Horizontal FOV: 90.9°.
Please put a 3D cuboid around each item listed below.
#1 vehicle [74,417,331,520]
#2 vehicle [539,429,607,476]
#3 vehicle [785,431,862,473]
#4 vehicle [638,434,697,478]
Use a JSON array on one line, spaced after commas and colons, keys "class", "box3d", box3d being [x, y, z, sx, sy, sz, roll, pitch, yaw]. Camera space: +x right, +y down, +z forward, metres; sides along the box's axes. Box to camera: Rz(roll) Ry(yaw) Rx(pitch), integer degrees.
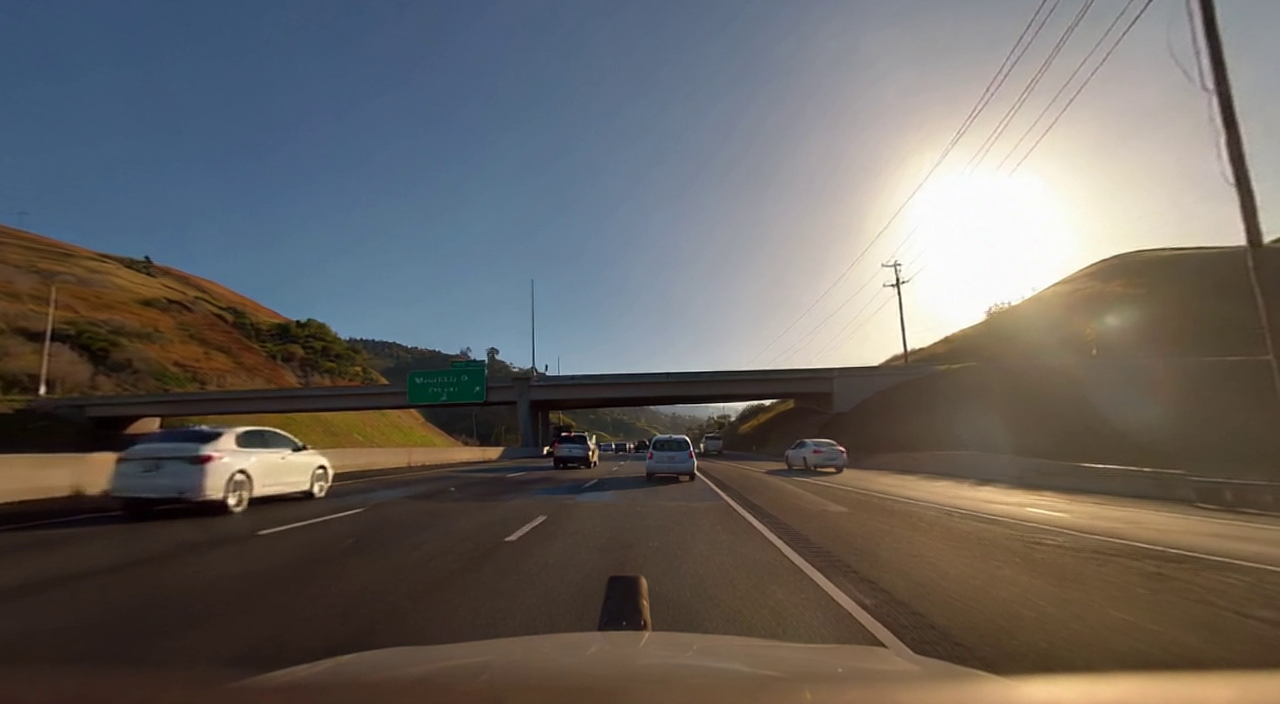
[{"class": "vehicle", "box3d": [-8.494, 2.301, 12.958, 2.062, 1.702, 4.587, 0, -8, -2]}, {"class": "vehicle", "box3d": [-2.758, 4.321, 27.263, 2.228, 1.845, 4.847, -1, -8, 2]}, {"class": "vehicle", "box3d": [9.115, 5.025, 31.837, 2.059, 1.938, 4.793, 0, -8, -5]}, {"class": "vehicle", "box3d": [1.056, 4.223, 25.792, 2.193, 1.651, 3.946, 0, -8, 0]}]
